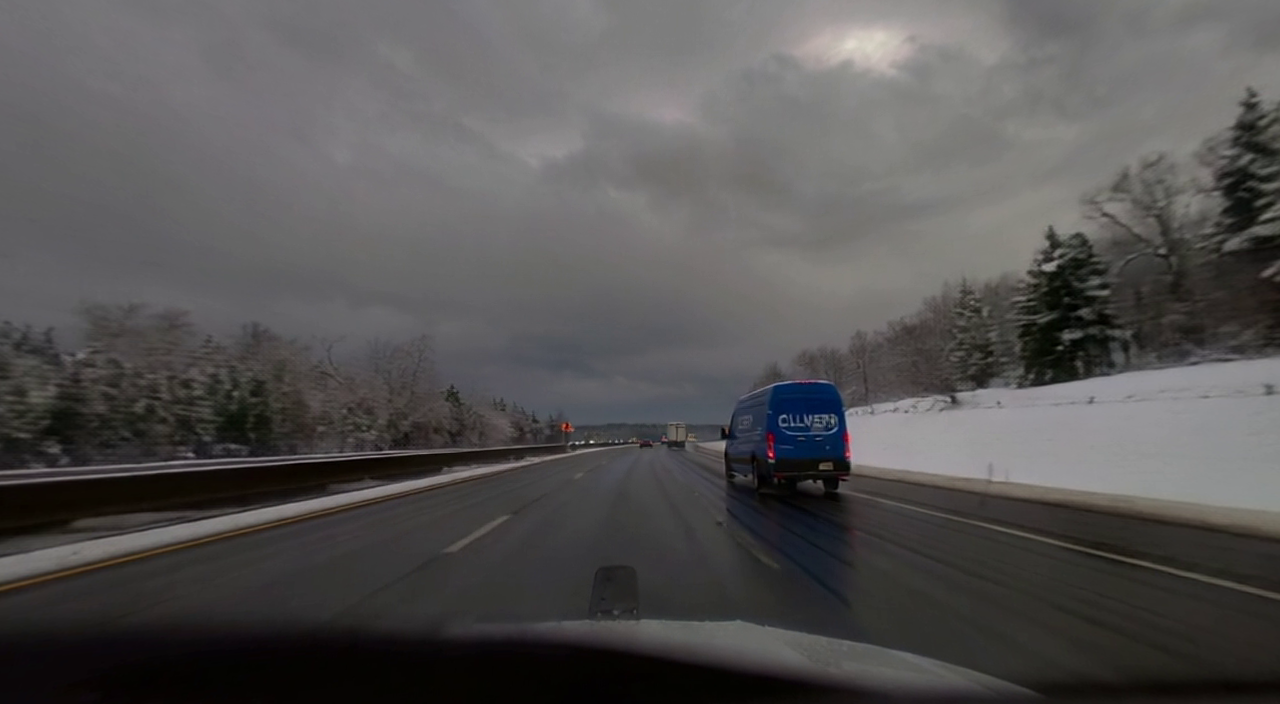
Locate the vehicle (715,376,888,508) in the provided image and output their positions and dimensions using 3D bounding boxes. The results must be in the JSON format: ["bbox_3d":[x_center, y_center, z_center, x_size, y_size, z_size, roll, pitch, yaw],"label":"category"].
[{"bbox_3d":[3.498,2.141,15.159,2.485,2.562,5.535,0,-8,-2],"label":"vehicle"}]
